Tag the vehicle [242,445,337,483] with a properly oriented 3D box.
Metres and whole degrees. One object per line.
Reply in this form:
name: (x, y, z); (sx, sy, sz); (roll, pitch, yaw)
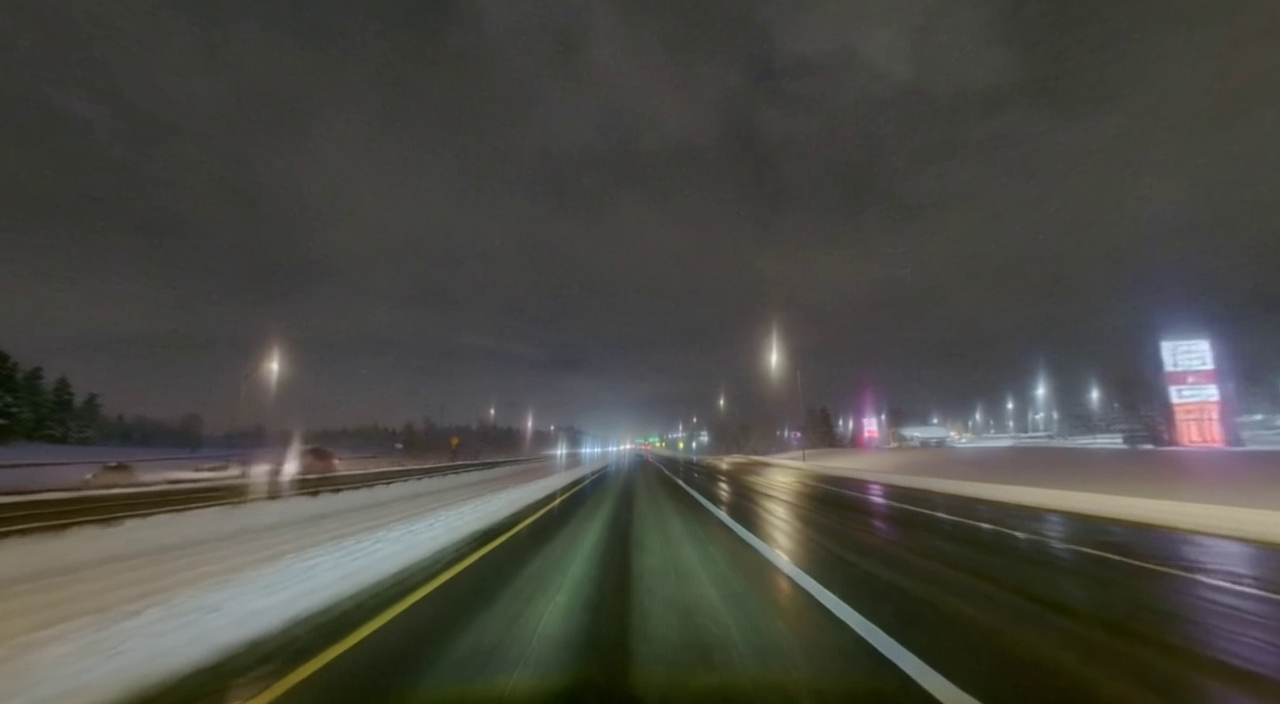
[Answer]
vehicle: (-17.161, 5.497, 31.164); (1.966, 1.707, 4.727); (0, -9, 0)
